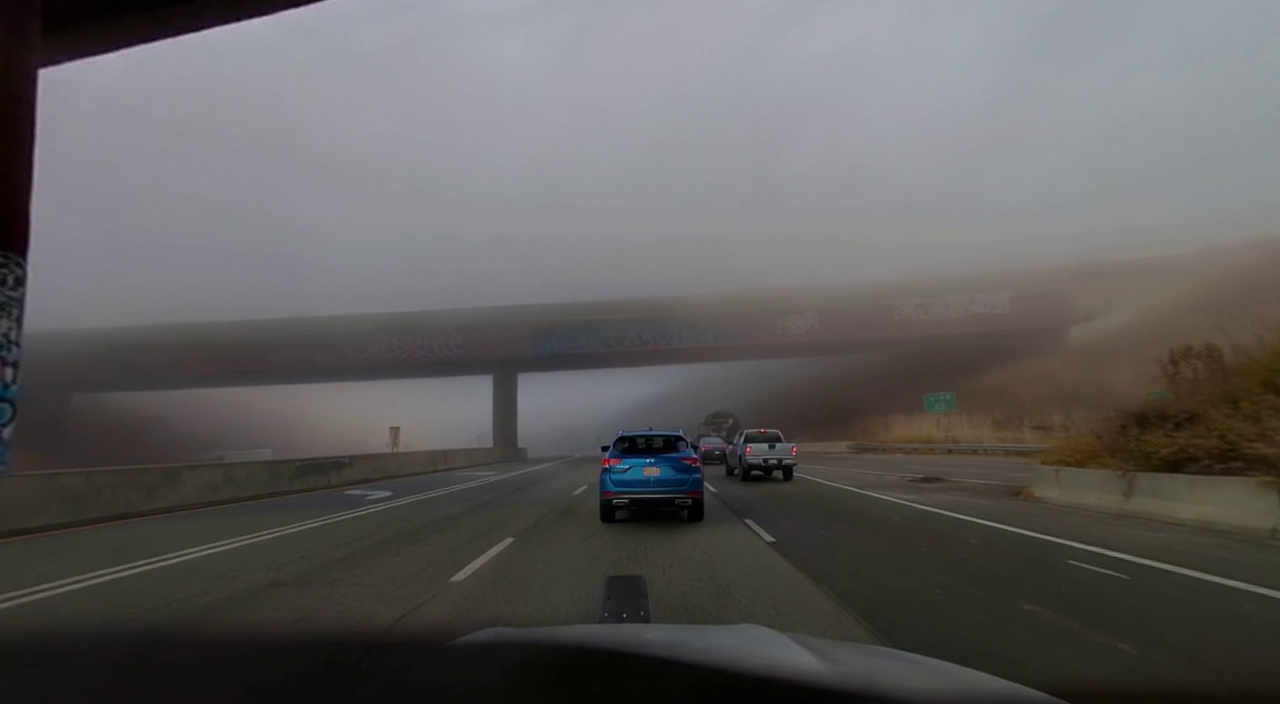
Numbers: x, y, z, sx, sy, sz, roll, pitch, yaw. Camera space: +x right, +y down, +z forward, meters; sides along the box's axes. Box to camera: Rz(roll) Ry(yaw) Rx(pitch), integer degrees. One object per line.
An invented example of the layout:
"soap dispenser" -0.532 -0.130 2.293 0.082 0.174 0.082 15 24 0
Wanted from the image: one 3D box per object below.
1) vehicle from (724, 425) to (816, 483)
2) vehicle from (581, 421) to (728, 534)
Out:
"vehicle" 4.725 3.838 24.043 2.311 1.922 5.977 0 -8 1
"vehicle" 0.247 2.164 11.423 2.193 1.651 3.946 -1 -8 1
